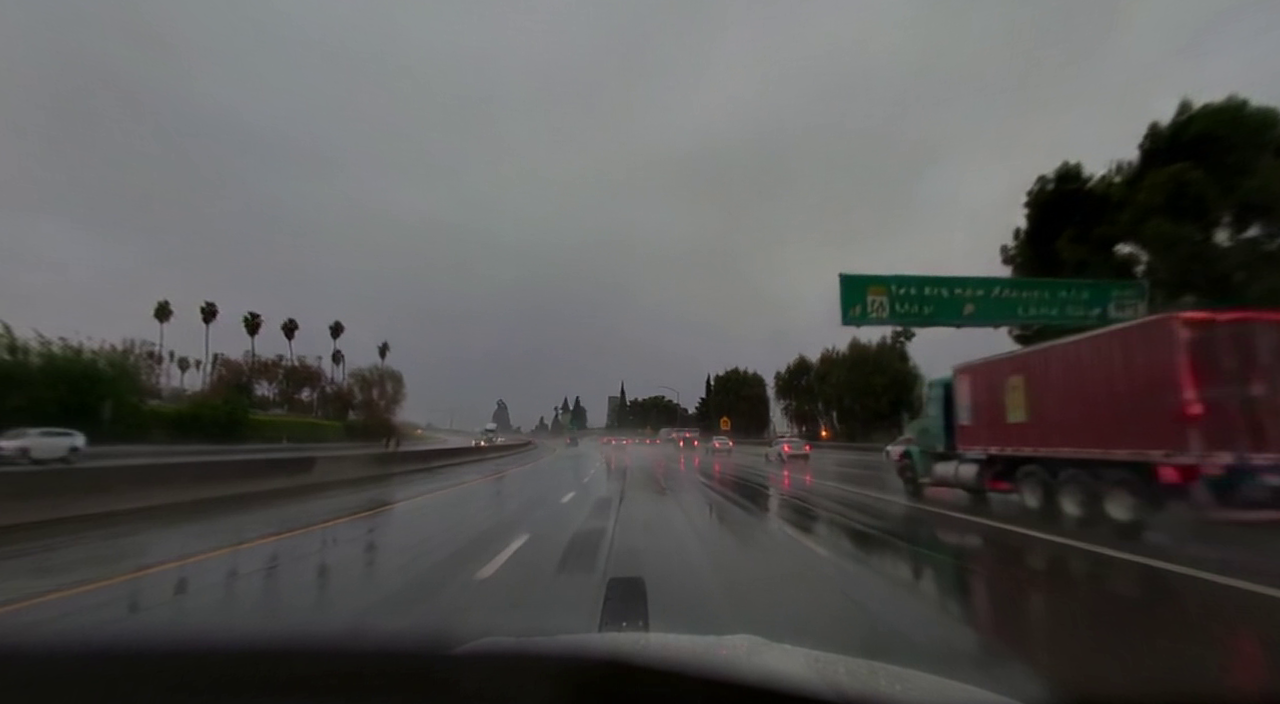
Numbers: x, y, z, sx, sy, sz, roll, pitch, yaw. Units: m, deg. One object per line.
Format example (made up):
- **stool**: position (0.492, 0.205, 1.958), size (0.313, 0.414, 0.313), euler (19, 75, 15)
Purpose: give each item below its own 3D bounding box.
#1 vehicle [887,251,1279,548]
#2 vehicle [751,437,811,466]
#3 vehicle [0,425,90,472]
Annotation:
- **vehicle**: position (8.338, 1.204, 12.284), size (2.919, 3.482, 9.838), euler (0, -8, -1)
- **vehicle**: position (7.861, 5.593, 35.577), size (2.092, 1.478, 4.647), euler (0, -8, -3)
- **vehicle**: position (-29.910, 4.619, 30.194), size (2.258, 2.097, 5.399), euler (-1, -8, 0)
